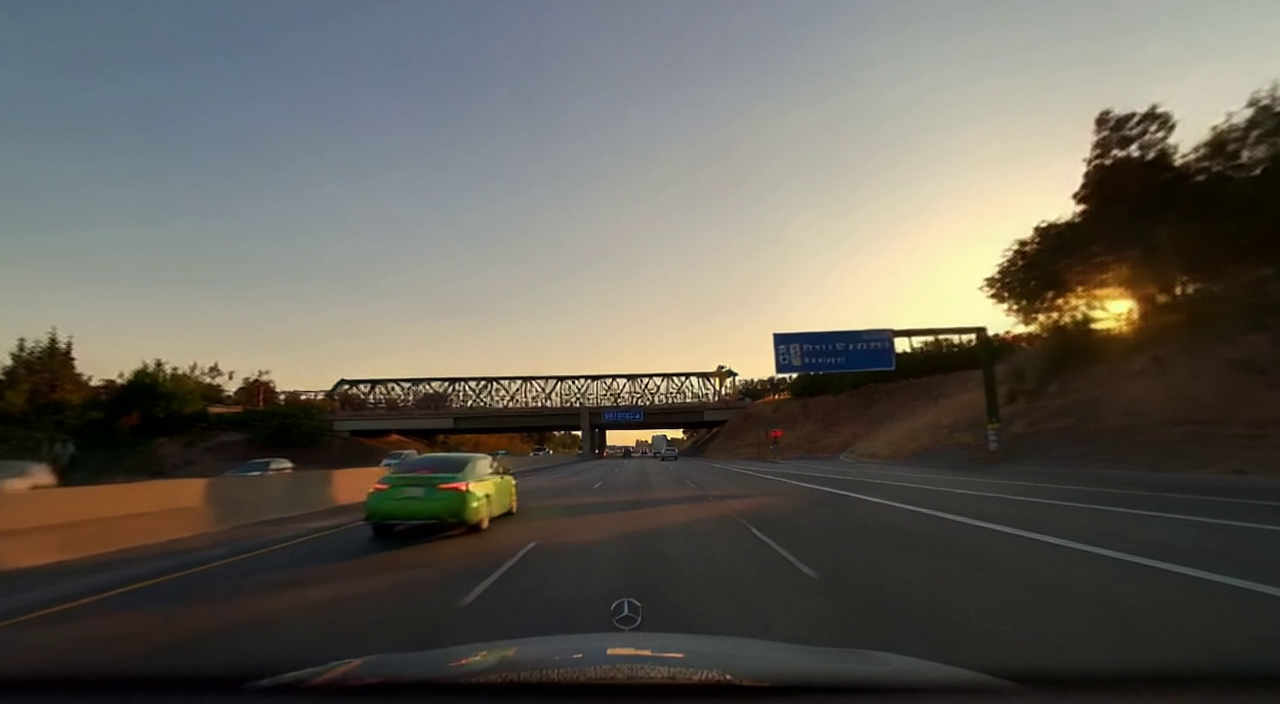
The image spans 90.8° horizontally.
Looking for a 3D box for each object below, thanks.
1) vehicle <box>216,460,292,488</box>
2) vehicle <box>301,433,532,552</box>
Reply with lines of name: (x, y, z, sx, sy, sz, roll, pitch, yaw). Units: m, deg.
vehicle: (-22.541, 7.105, 37.042, 1.793, 1.437, 4.057, 0, -9, 1)
vehicle: (-3.314, 2.192, 10.541, 2.180, 1.537, 4.459, 0, -9, 1)
